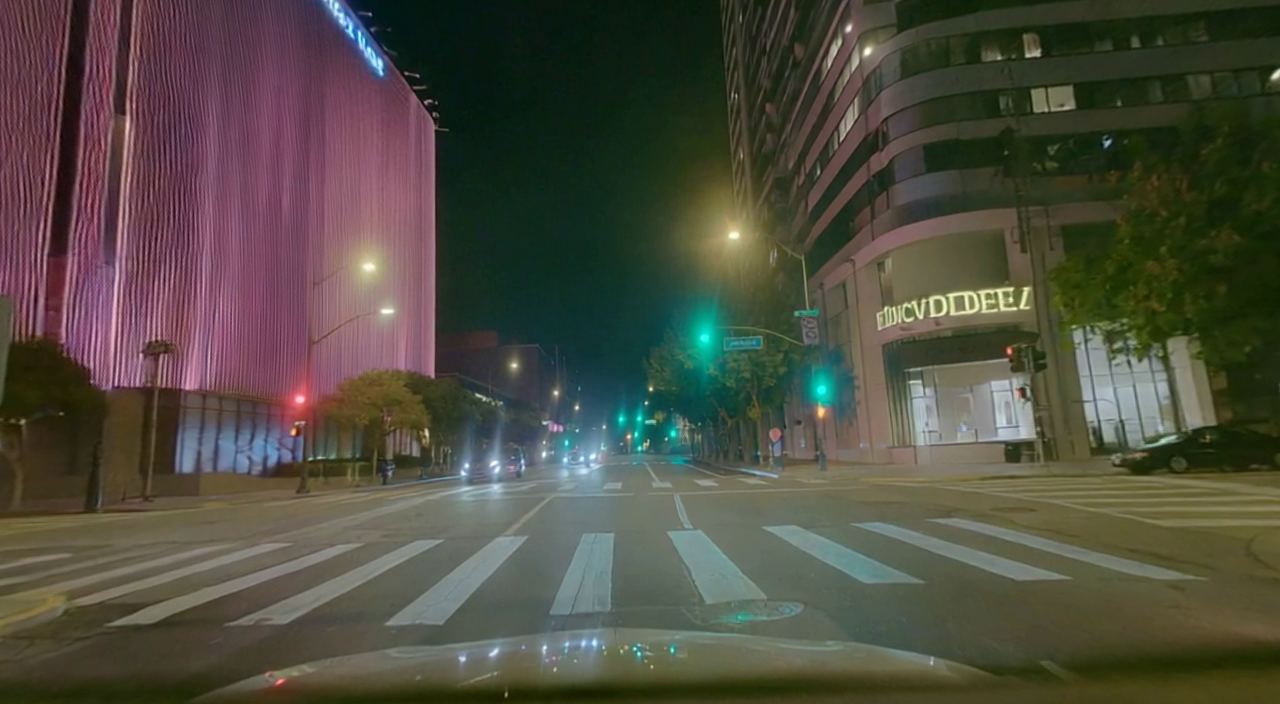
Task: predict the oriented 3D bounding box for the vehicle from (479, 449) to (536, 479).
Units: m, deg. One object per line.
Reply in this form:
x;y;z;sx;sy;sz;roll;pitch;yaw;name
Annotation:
-6.932;5.887;33.501;1.893;1.451;4.276;-1;-9;3;vehicle
